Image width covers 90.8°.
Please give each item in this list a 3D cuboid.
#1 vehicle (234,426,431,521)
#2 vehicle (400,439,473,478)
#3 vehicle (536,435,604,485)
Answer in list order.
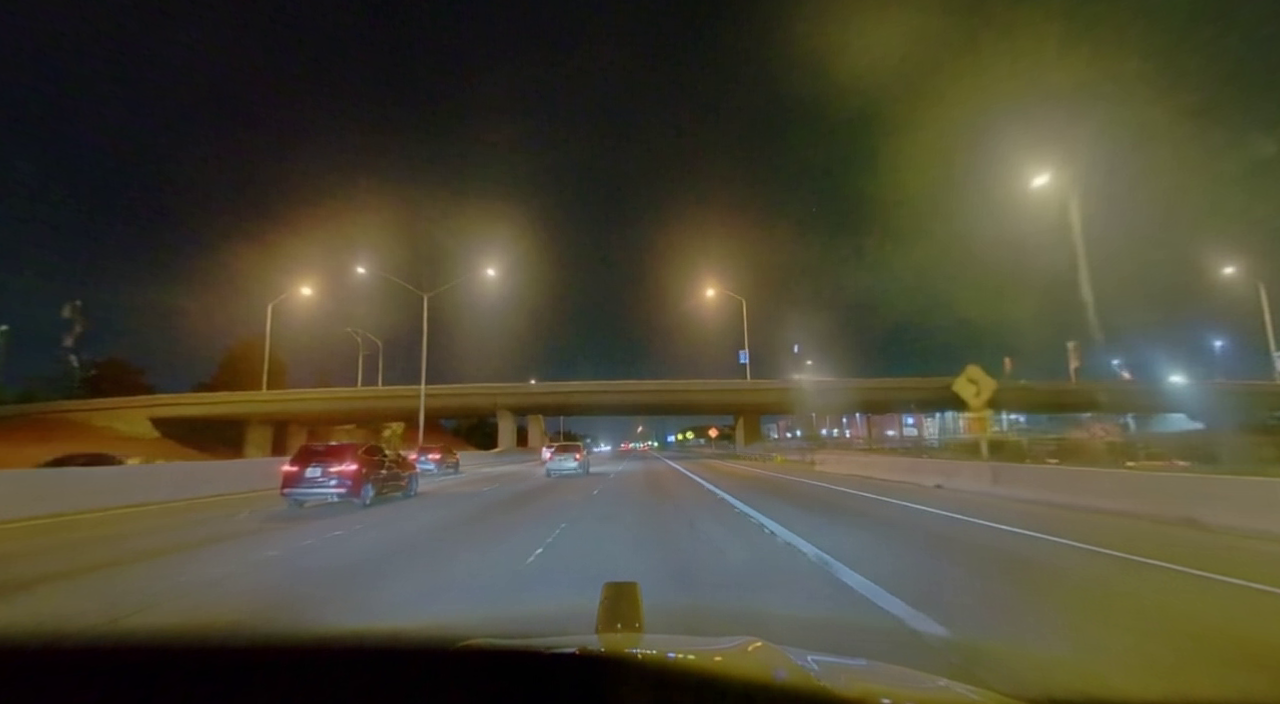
[{"bbox_3d":[-6.630,2.654,14.411,2.015,1.762,4.790,0,-8,1],"label":"vehicle"},{"bbox_3d":[-9.897,5.193,31.119,1.969,1.759,4.758,0,-8,0],"label":"vehicle"},{"bbox_3d":[-2.530,4.009,23.821,2.027,1.697,4.307,0,-8,1],"label":"vehicle"}]
